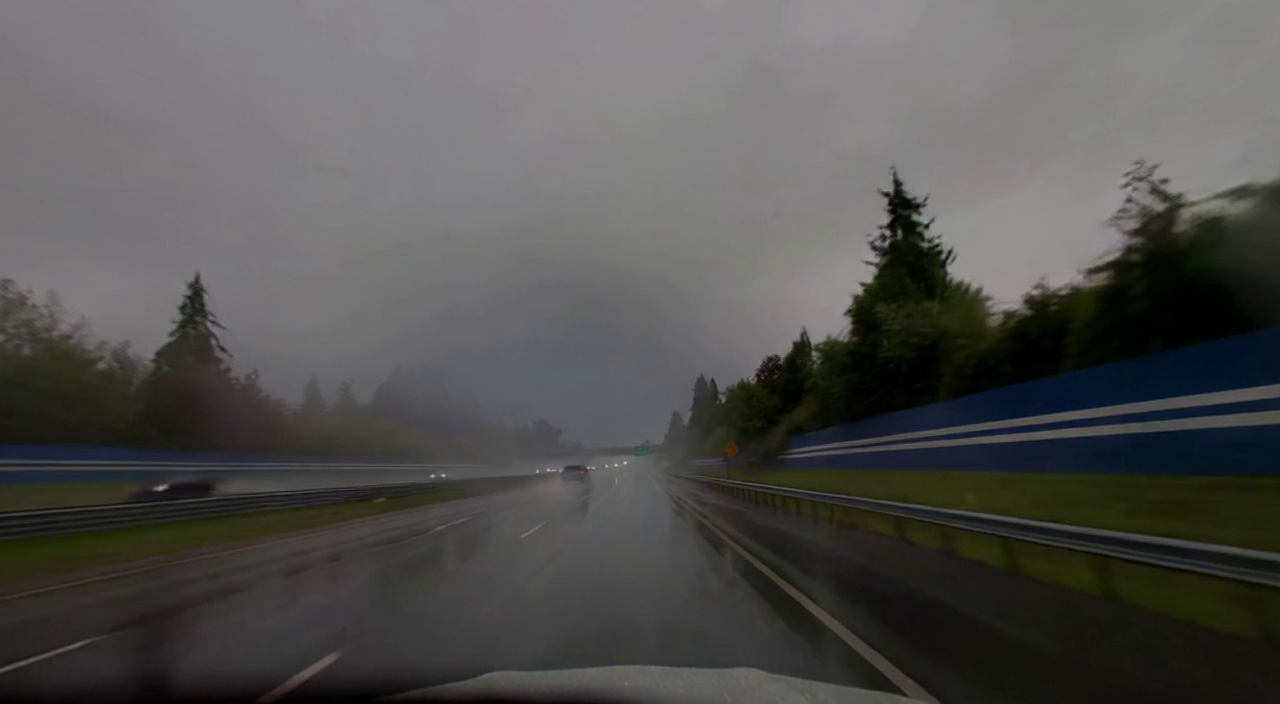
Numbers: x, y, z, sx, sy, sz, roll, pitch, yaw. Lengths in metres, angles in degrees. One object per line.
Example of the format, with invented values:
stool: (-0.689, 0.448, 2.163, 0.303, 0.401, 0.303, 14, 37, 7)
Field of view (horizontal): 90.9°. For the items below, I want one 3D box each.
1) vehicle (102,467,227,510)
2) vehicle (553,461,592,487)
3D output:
vehicle: (-17.627, 5.051, 23.605, 1.806, 1.444, 3.633, 1, -10, 0)
vehicle: (-4.176, 7.696, 39.698, 1.985, 1.515, 3.839, 1, -11, 0)
